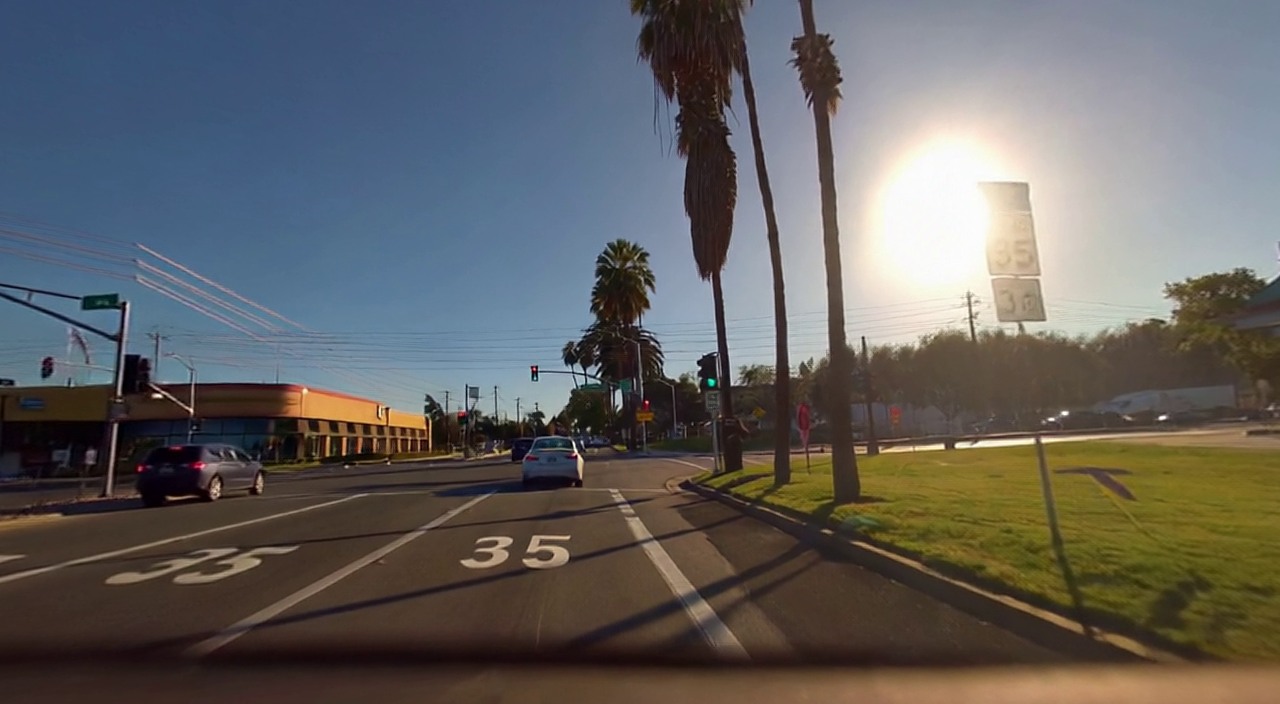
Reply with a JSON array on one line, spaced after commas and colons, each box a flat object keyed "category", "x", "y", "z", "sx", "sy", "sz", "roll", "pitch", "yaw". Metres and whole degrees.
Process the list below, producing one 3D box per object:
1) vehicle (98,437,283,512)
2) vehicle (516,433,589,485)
[{"category": "vehicle", "x": -12.418, "y": 3.363, "z": 17.973, "sx": 2.050, "sy": 1.811, "sz": 4.752, "roll": 0, "pitch": -8, "yaw": -5}, {"category": "vehicle", "x": -2.728, "y": 3.418, "z": 20.429, "sx": 2.063, "sy": 1.474, "sz": 4.334, "roll": 1, "pitch": -8, "yaw": -5}]
